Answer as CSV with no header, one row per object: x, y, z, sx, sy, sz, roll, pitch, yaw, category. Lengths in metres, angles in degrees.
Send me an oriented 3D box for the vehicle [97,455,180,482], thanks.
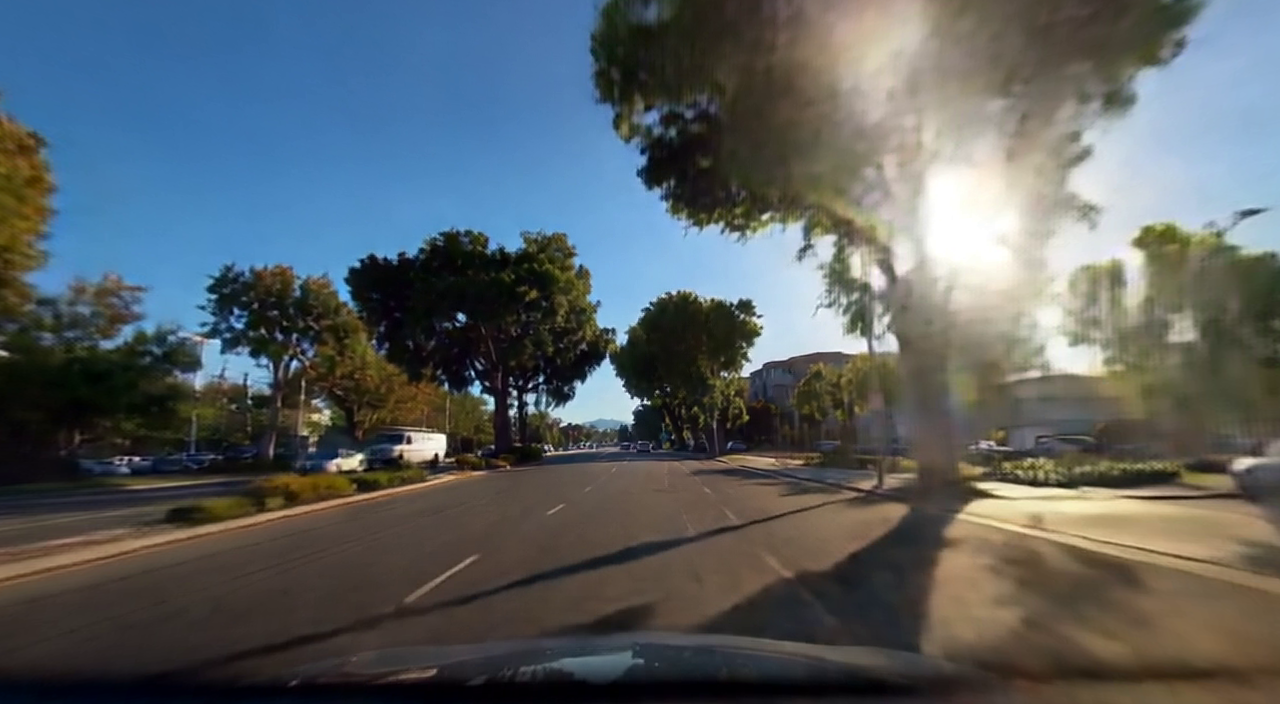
-32.531,7.541,40.946,4.001,1.415,1.693,-3,-8,0,vehicle

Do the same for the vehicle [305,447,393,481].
-13.746,5.288,30.116,1.914,1.496,4.742,0,-8,0,vehicle
